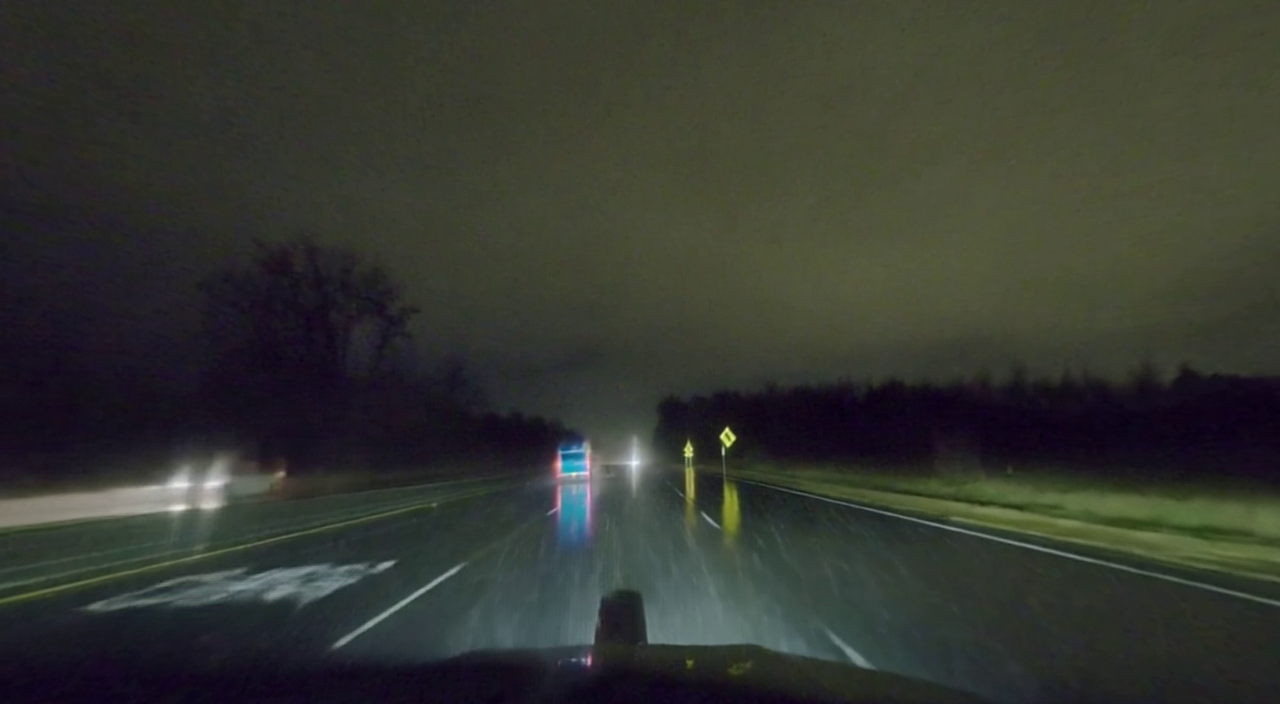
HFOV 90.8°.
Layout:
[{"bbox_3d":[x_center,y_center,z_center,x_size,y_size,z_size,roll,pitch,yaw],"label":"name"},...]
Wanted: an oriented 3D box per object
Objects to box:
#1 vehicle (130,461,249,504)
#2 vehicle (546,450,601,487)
[{"bbox_3d":[-16.944,4.908,23.967,1.719,1.419,3.715,0,-9,1],"label":"vehicle"},{"bbox_3d":[-3.133,5.618,30.671,2.053,1.647,4.252,-1,-9,2],"label":"vehicle"}]
